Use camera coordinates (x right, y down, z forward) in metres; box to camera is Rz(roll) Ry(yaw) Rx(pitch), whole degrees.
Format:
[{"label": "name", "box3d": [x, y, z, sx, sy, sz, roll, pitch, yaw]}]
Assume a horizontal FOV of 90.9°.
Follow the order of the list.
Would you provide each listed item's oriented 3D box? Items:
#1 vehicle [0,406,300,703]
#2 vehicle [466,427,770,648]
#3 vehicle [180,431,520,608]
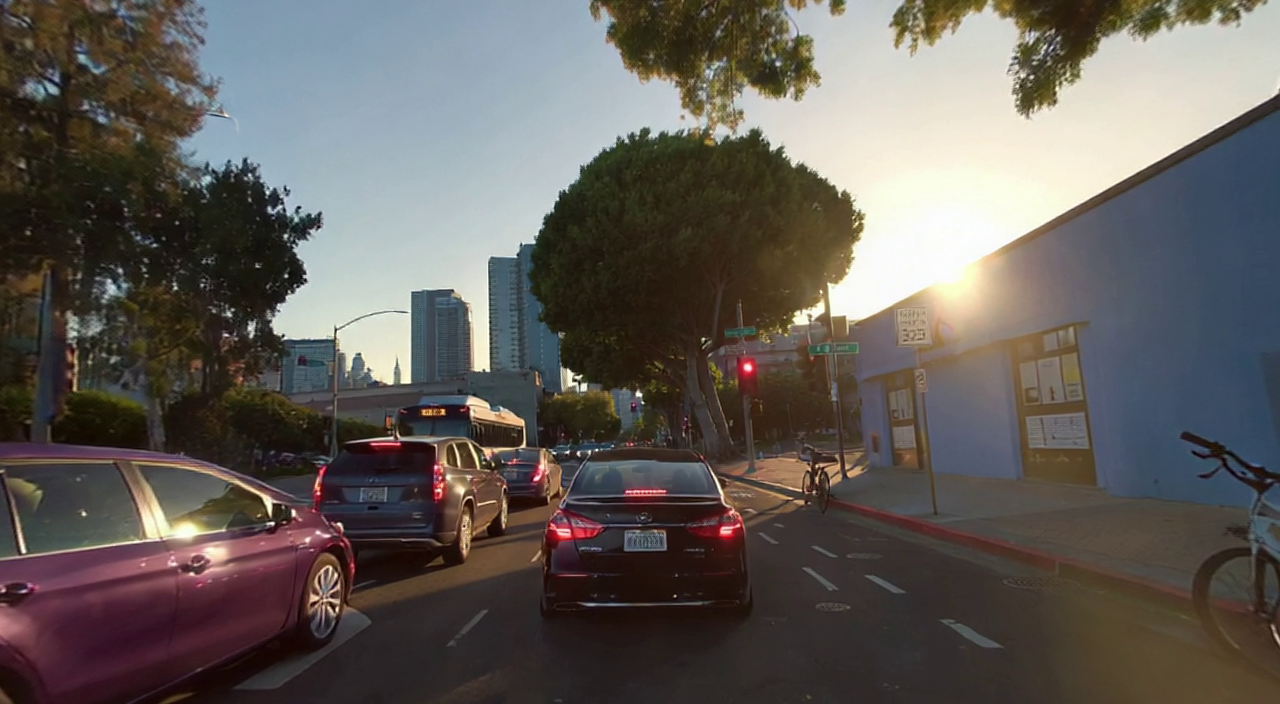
[{"label": "vehicle", "box3d": [-3.167, 0.869, 1.726, 1.867, 1.486, 4.452, 0, -8, 2]}, {"label": "vehicle", "box3d": [-0.134, 1.525, 6.170, 2.031, 1.461, 3.763, 0, -8, 0]}, {"label": "vehicle", "box3d": [-2.905, 1.754, 7.633, 1.944, 1.481, 4.385, 0, -8, 1]}]
